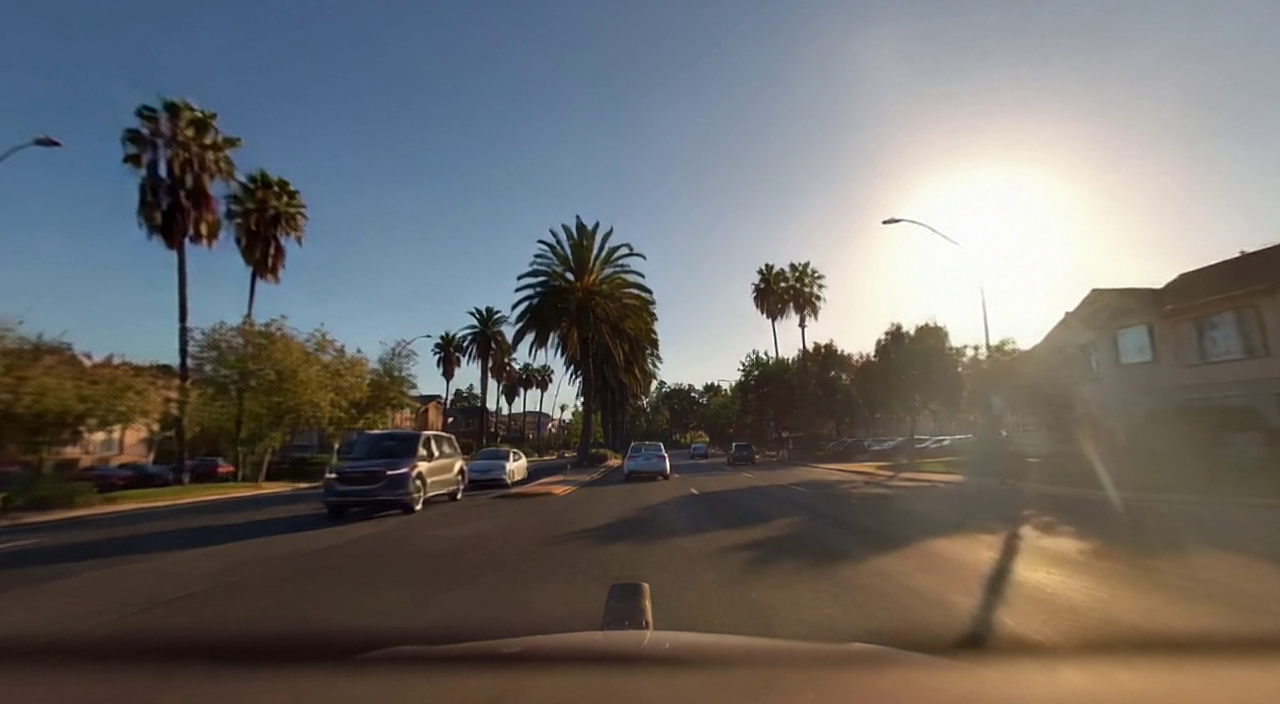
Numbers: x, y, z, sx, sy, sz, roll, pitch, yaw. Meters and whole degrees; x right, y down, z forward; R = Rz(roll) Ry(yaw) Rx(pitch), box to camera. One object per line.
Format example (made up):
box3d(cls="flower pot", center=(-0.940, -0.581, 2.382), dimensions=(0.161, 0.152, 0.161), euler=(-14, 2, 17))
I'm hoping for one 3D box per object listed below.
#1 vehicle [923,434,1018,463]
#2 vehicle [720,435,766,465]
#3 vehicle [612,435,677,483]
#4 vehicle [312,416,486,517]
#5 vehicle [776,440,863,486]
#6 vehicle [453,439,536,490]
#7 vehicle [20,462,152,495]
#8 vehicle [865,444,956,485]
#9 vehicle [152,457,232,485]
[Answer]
box3d(cls="vehicle", center=(18.994, 5.565, 36.340), dimensions=(4.368, 1.499, 1.828), euler=(-2, -8, 2))
box3d(cls="vehicle", center=(7.512, 7.196, 46.381), dimensions=(2.436, 2.010, 5.595), euler=(0, -8, 0))
box3d(cls="vehicle", center=(0.122, 4.127, 24.536), dimensions=(2.289, 1.679, 4.180), euler=(0, -8, -1))
box3d(cls="vehicle", center=(-5.288, 2.575, 14.676), dimensions=(2.193, 1.967, 4.600), euler=(0, -8, 0))
box3d(cls="vehicle", center=(6.390, 3.986, 22.957), dimensions=(1.897, 1.477, 4.360), euler=(0, -8, 0))
box3d(cls="vehicle", center=(-5.236, 4.108, 23.347), dimensions=(2.033, 1.658, 4.472), euler=(-1, -8, 0))
box3d(cls="vehicle", center=(-26.476, 6.054, 30.243), dimensions=(4.548, 1.441, 1.946), euler=(-1, -8, 2))
box3d(cls="vehicle", center=(11.014, 4.592, 26.049), dimensions=(1.854, 1.477, 4.525), euler=(2, -9, 1))
box3d(cls="vehicle", center=(-26.641, 7.062, 37.666), dimensions=(1.726, 1.442, 4.081), euler=(0, -8, 1))
